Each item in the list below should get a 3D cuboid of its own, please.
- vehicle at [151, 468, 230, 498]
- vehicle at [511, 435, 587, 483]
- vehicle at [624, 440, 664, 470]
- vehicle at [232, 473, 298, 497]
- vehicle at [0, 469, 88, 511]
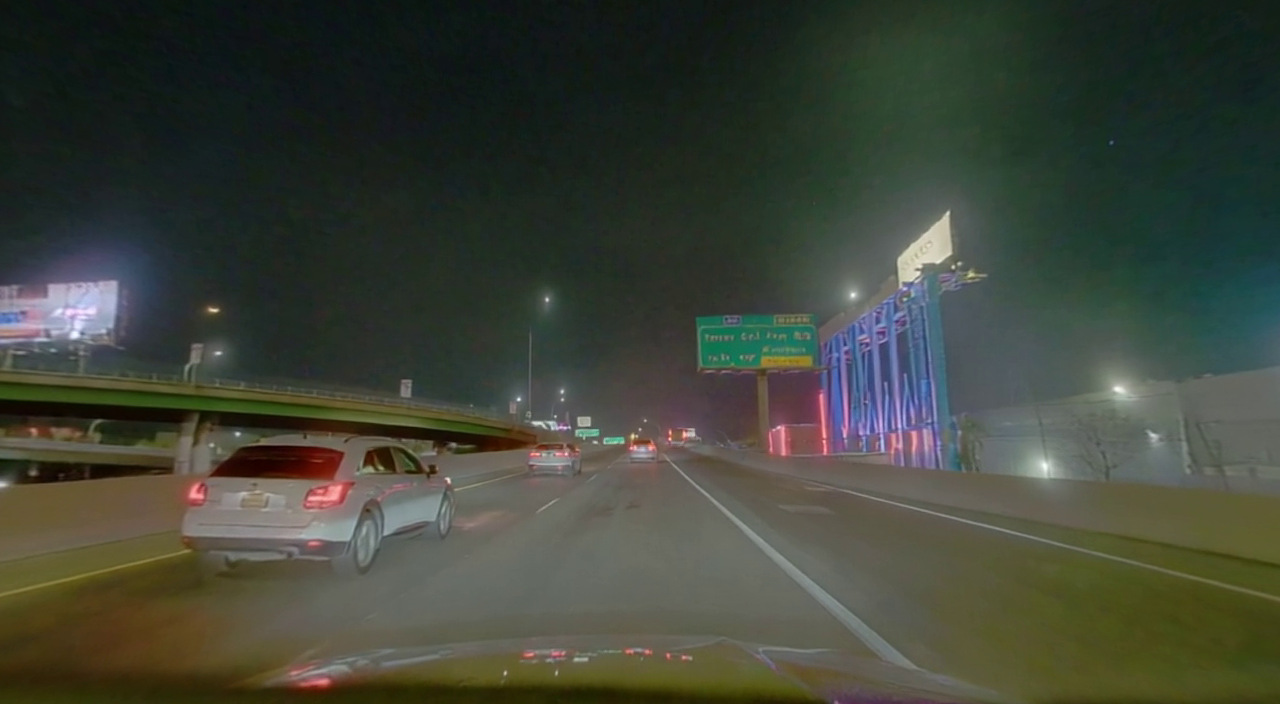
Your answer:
[{"bbox_3d":[-31.592,9.221,44.527,2.002,1.782,4.776,0,-8,1],"label":"vehicle"},{"bbox_3d":[-3.249,3.923,23.392,2.064,1.589,4.213,0,-8,2],"label":"vehicle"},{"bbox_3d":[0.187,5.063,31.126,1.877,1.386,3.872,0,-8,0],"label":"vehicle"},{"bbox_3d":[-28.252,9.995,47.678,2.125,1.513,4.588,0,-8,1],"label":"vehicle"},{"bbox_3d":[-35.458,7.802,35.860,2.649,1.971,5.971,0,-8,1],"label":"vehicle"}]
